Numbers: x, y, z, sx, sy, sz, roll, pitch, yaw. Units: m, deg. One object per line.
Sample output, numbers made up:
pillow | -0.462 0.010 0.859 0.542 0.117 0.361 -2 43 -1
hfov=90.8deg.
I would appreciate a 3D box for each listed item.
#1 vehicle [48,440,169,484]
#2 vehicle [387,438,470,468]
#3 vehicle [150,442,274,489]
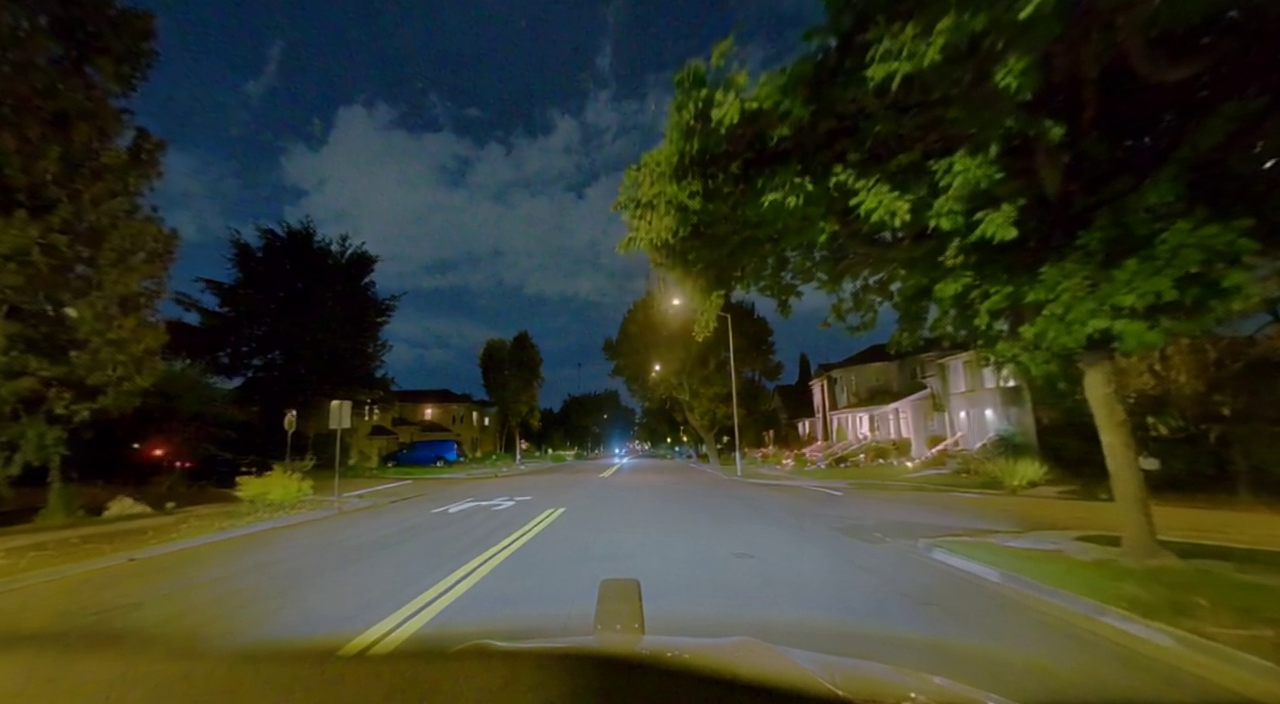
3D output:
vehicle | -25.154 5.135 29.837 5.987 1.881 2.249 -5 -10 29
vehicle | -13.783 6.600 41.442 2.145 1.839 4.837 -6 -10 34
vehicle | -17.554 4.580 25.889 4.876 1.763 2.016 -5 -9 27
